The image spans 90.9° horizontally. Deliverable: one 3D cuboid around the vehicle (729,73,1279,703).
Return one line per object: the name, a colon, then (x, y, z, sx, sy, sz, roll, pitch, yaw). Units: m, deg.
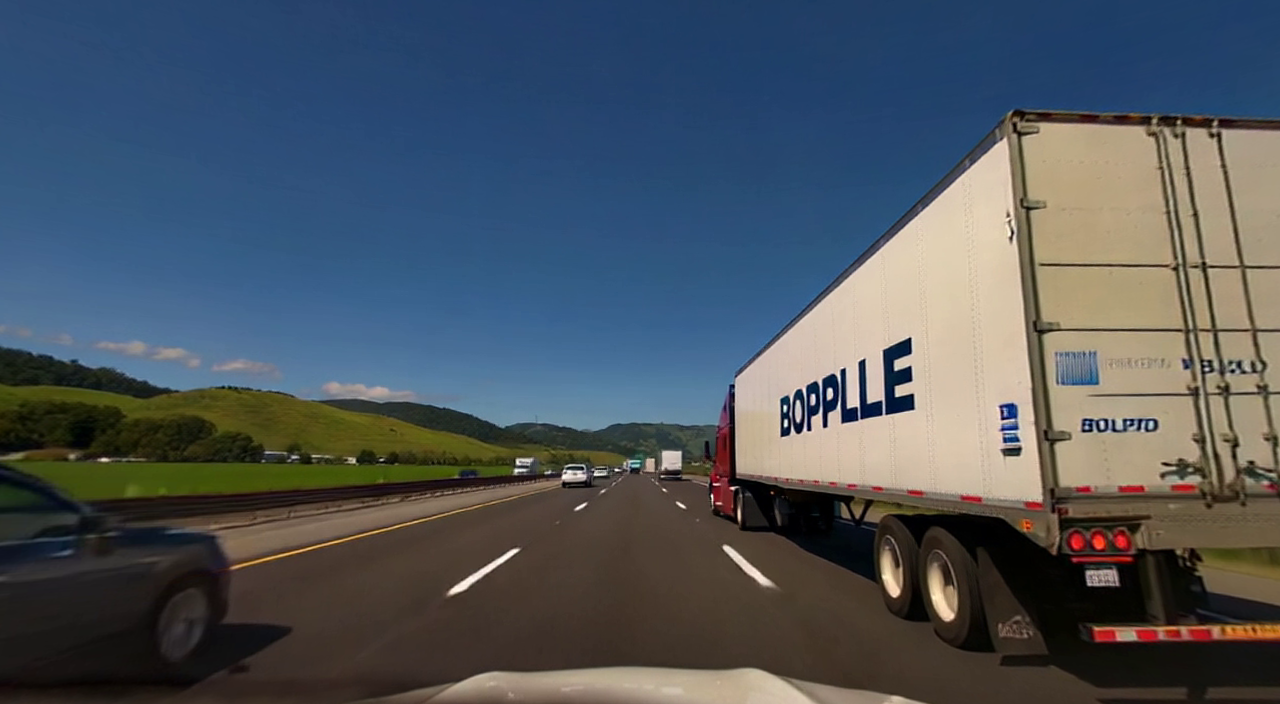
vehicle: (3.997, 1.384, 10.869, 2.839, 4.062, 14.051, 1, -11, 0)

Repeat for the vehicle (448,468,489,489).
vehicle: (-12.189, 9.013, 45.083, 1.952, 1.358, 4.081, 1, -10, -2)

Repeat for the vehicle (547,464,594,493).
vehicle: (-4.014, 7.430, 37.201, 2.088, 1.566, 4.853, 1, -11, 1)

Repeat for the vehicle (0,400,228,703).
vehicle: (-3.395, 0.752, 1.386, 2.021, 1.505, 4.286, 1, -11, 0)
